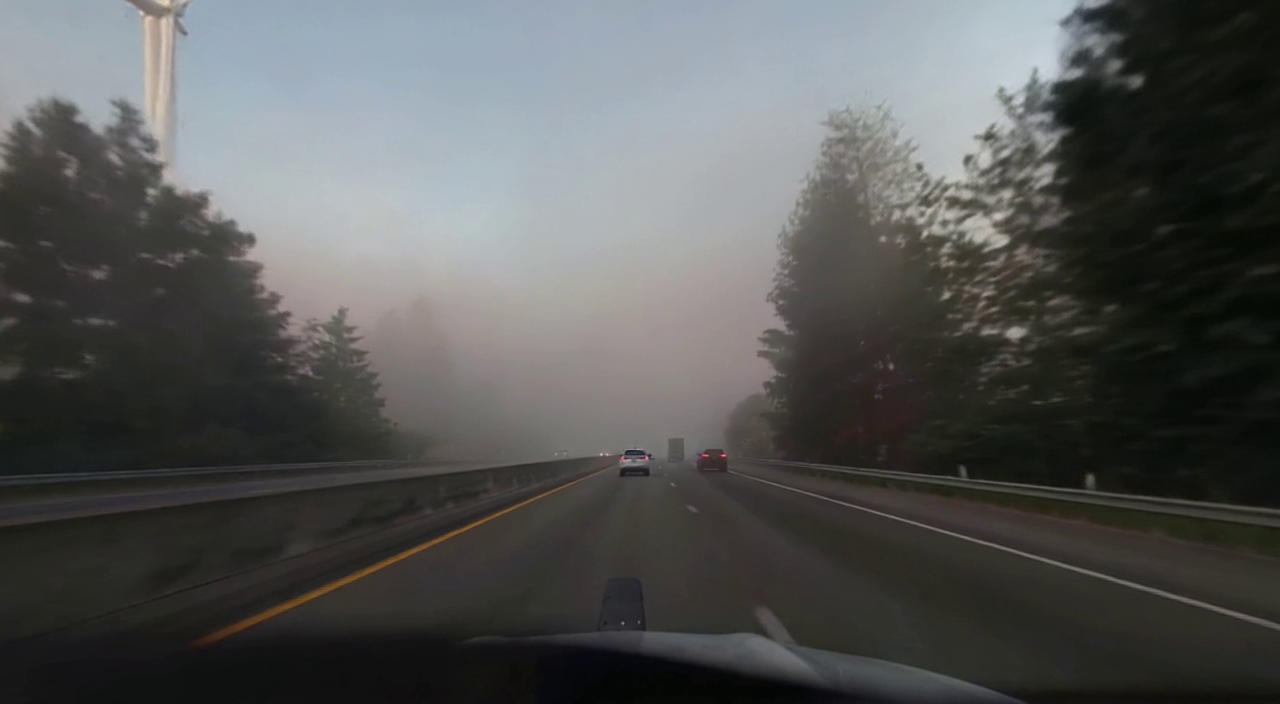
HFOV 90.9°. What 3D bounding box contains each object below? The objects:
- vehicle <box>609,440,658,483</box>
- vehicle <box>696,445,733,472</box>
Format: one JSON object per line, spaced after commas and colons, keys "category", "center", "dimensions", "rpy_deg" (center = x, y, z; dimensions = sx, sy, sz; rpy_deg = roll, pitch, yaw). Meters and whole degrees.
{"category": "vehicle", "center": [-0.227, 4.869, 28.212], "dimensions": [2.038, 1.723, 4.150], "rpy_deg": [0, -9, 1]}
{"category": "vehicle", "center": [4.986, 7.185, 42.579], "dimensions": [2.040, 1.721, 4.507], "rpy_deg": [0, -9, 1]}
